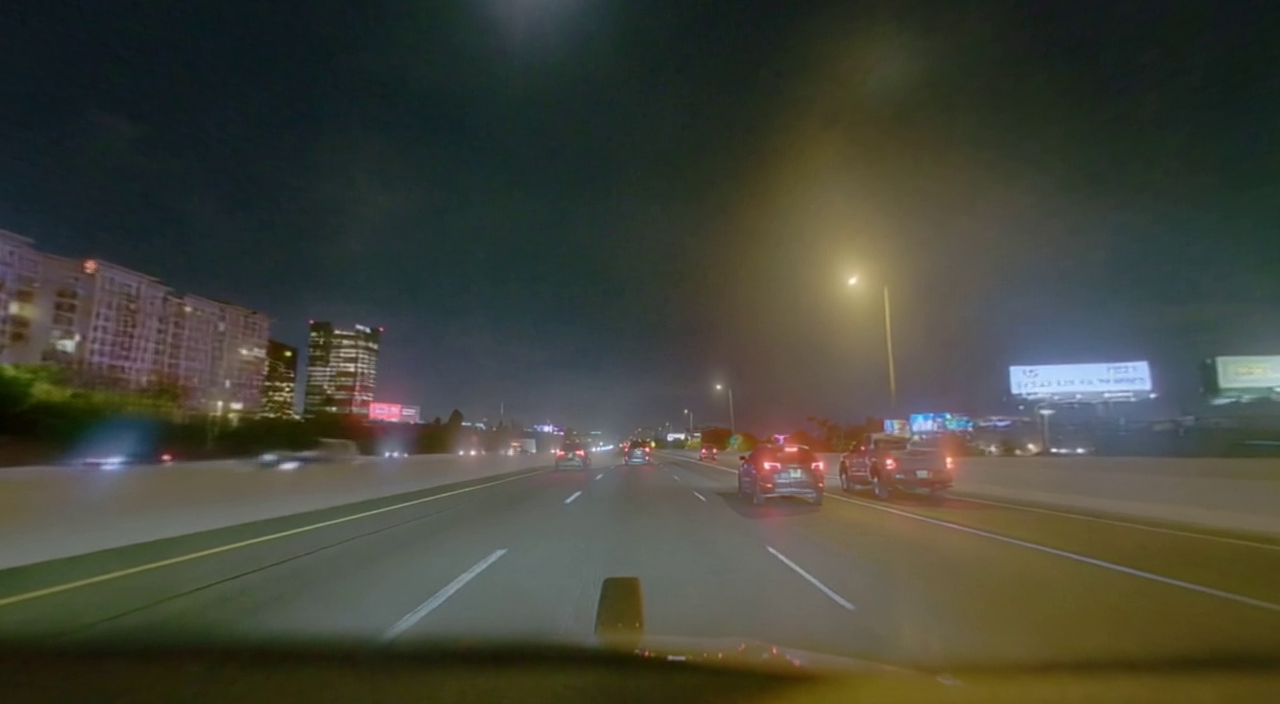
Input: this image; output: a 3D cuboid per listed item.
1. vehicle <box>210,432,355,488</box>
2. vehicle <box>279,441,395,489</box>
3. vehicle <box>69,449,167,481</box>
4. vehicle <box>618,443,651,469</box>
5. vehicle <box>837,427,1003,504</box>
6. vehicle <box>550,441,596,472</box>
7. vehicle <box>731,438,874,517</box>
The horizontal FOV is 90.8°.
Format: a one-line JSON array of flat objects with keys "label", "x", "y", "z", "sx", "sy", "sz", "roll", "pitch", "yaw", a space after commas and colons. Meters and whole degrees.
[{"label": "vehicle", "x": -14.585, "y": 4.456, "z": 26.390, "sx": 2.503, "sy": 2.021, "sz": 6.039, "roll": 0, "pitch": -9, "yaw": 0}, {"label": "vehicle", "x": -10.874, "y": 4.074, "z": 23.100, "sx": 2.064, "sy": 1.539, "sz": 4.399, "roll": 0, "pitch": -9, "yaw": 0}, {"label": "vehicle", "x": -31.775, "y": 6.860, "z": 38.685, "sx": 1.957, "sy": 1.790, "sz": 4.792, "roll": 0, "pitch": -9, "yaw": -2}, {"label": "vehicle", "x": -0.379, "y": 7.163, "z": 43.786, "sx": 2.191, "sy": 1.685, "sz": 4.015, "roll": 0, "pitch": -9, "yaw": 0}, {"label": "vehicle", "x": 7.336, "y": 3.035, "z": 17.265, "sx": 2.176, "sy": 1.793, "sz": 4.841, "roll": 0, "pitch": -9, "yaw": -2}, {"label": "vehicle", "x": -3.957, "y": 6.290, "z": 38.292, "sx": 2.256, "sy": 1.756, "sz": 4.745, "roll": 0, "pitch": -9, "yaw": 0}, {"label": "vehicle", "x": 3.445, "y": 2.764, "z": 14.440, "sx": 1.987, "sy": 1.509, "sz": 4.512, "roll": 0, "pitch": -9, "yaw": -1}]
